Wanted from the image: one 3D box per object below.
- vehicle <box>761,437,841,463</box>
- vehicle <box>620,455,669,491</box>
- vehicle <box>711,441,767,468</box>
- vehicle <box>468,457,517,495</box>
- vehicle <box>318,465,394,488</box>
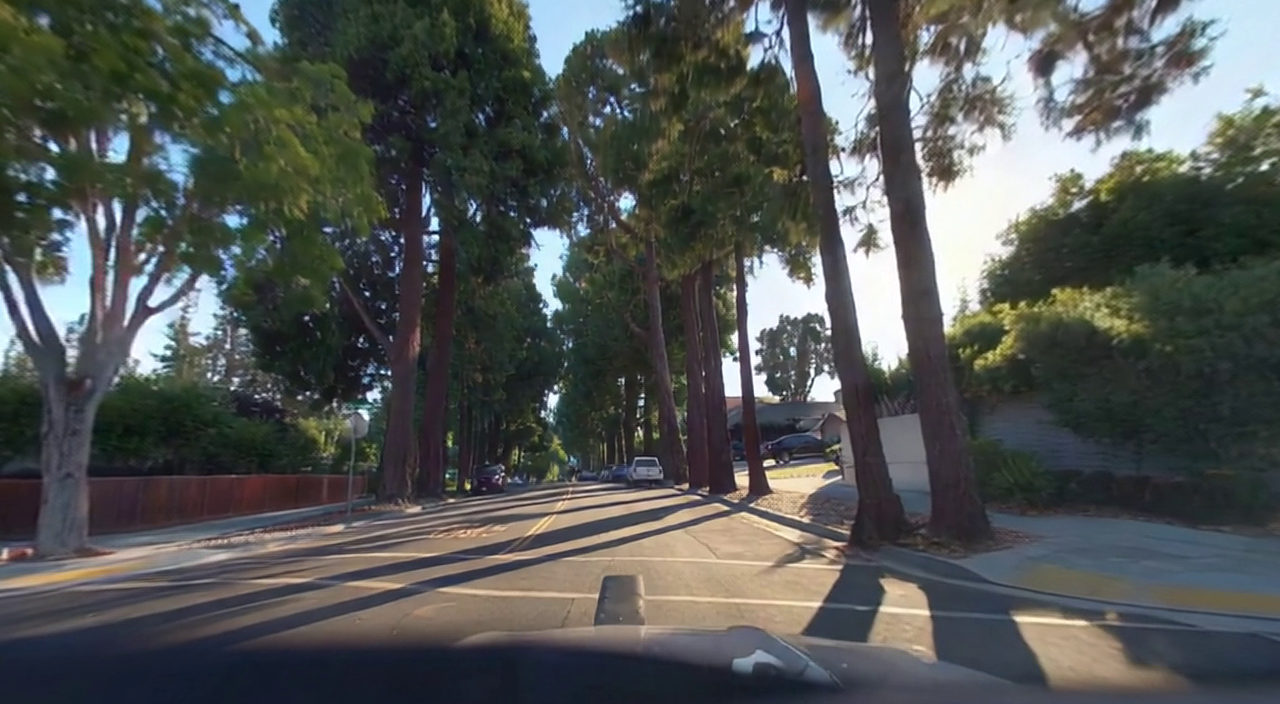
[{"bbox_3d":[10.203,6.257,40.286,4.639,1.634,2.005,-1,-9,6],"label":"vehicle"},{"bbox_3d":[0.166,6.897,36.253,2.229,1.826,4.611,0,-9,-7],"label":"vehicle"},{"bbox_3d":[7.318,7.495,46.294,2.100,1.857,4.611,-7,-11,36],"label":"vehicle"},{"bbox_3d":[-8.119,6.798,35.086,2.155,1.729,4.799,0,-7,-7],"label":"vehicle"},{"bbox_3d":[-19.927,8.767,44.361,4.527,1.466,1.880,-2,-9,10],"label":"vehicle"}]
